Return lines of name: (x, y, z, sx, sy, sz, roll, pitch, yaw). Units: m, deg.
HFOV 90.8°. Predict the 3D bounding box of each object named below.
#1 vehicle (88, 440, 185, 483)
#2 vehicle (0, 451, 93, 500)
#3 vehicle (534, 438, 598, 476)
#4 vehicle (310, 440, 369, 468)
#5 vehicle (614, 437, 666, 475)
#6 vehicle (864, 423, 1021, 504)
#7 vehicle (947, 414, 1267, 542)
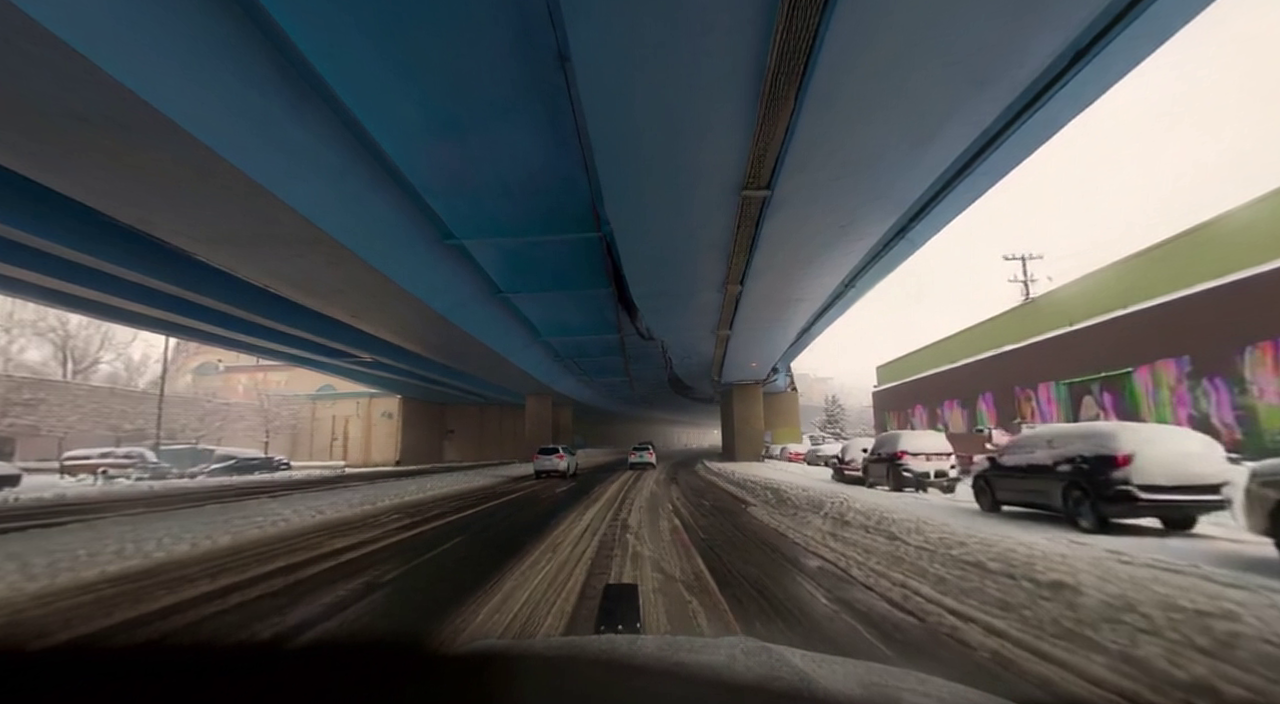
vehicle: (-30.565, 6.606, 38.565, 1.933, 2.393, 4.896, 0, -8, -3)
vehicle: (-27.134, 5.360, 27.756, 1.971, 1.939, 4.729, 1, -9, -2)
vehicle: (-3.188, 4.627, 28.165, 2.024, 1.533, 4.549, -1, -8, 4)
vehicle: (-22.582, 7.702, 47.694, 1.980, 1.951, 5.105, 0, -9, 0)
vehicle: (0.038, 4.603, 28.092, 2.155, 1.571, 3.734, 0, -9, 2)
vehicle: (7.287, 2.726, 15.841, 1.947, 1.725, 4.441, 0, -8, 4)
vehicle: (7.070, 1.948, 10.344, 2.017, 1.625, 4.337, 0, -9, 2)
